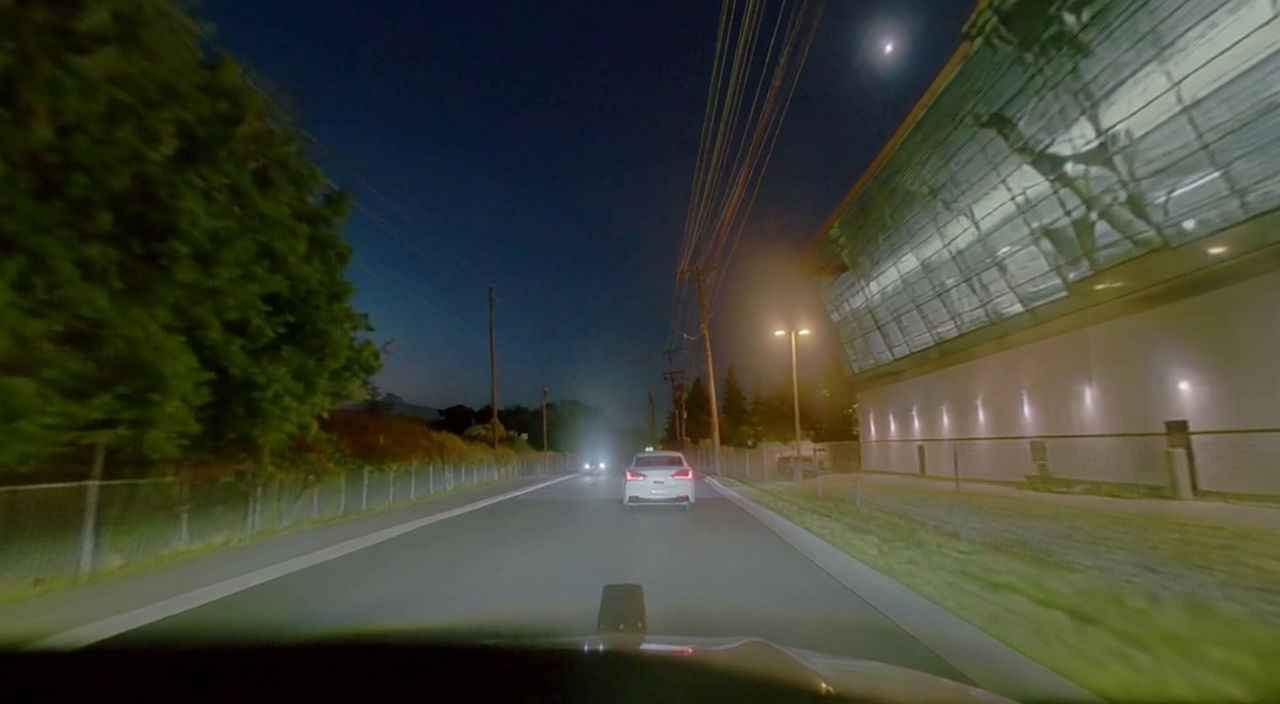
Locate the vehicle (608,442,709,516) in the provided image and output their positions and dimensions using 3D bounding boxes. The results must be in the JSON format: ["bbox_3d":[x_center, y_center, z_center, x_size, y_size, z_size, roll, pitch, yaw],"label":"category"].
[{"bbox_3d":[0.379,2.886,14.921,2.060,1.487,3.920,0,-8,0],"label":"vehicle"}]
